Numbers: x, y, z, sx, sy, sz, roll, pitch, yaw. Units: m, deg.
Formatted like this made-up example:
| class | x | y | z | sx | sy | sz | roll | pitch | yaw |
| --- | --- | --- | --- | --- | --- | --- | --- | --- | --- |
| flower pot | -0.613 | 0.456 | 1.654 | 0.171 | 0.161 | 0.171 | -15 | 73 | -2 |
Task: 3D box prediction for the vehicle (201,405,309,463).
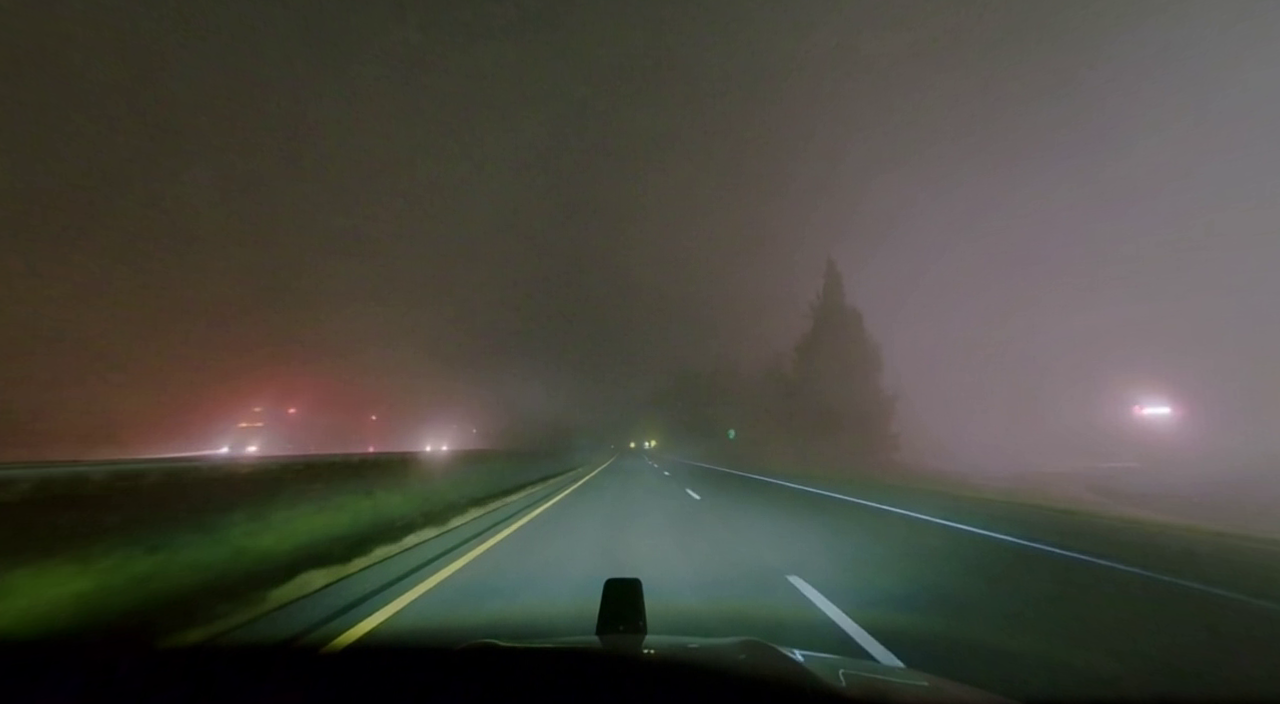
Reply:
| class | x | y | z | sx | sy | sz | roll | pitch | yaw |
| --- | --- | --- | --- | --- | --- | --- | --- | --- | --- |
| vehicle | -28.914 | 6.282 | 47.934 | 3.022 | 3.996 | 8.151 | 0 | -9 | 0 |
